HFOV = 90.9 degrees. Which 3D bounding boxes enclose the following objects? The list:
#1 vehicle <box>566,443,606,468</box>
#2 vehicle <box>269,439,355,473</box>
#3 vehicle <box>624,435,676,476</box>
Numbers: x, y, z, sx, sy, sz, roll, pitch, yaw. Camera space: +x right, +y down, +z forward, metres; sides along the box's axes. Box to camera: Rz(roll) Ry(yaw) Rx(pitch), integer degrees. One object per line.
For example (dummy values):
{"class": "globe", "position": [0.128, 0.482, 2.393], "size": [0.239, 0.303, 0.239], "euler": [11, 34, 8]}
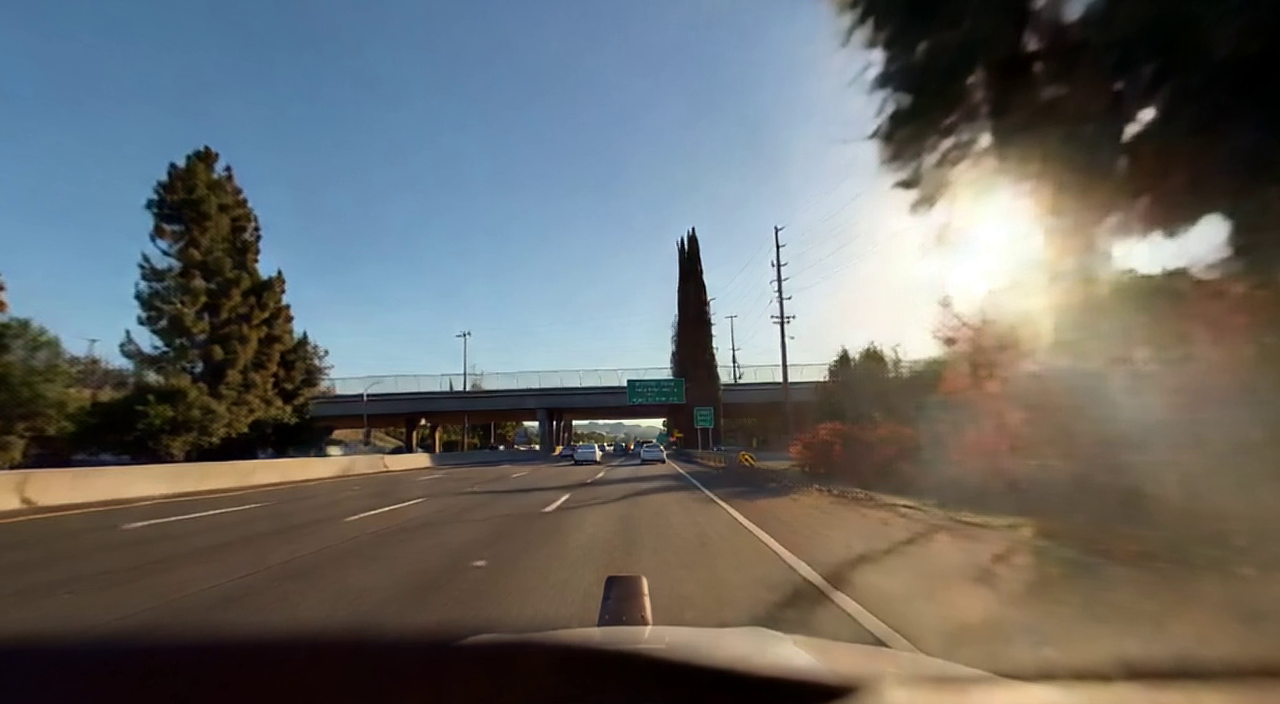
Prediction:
{"class": "vehicle", "position": [-3.350, 6.468, 39.848], "size": [2.056, 1.464, 4.564], "euler": [0, -8, 1]}
{"class": "vehicle", "position": [-20.707, 6.571, 40.197], "size": [2.228, 1.965, 5.911], "euler": [0, -8, 1]}
{"class": "vehicle", "position": [0.415, 4.625, 28.395], "size": [2.152, 1.697, 4.066], "euler": [0, -8, 0]}
